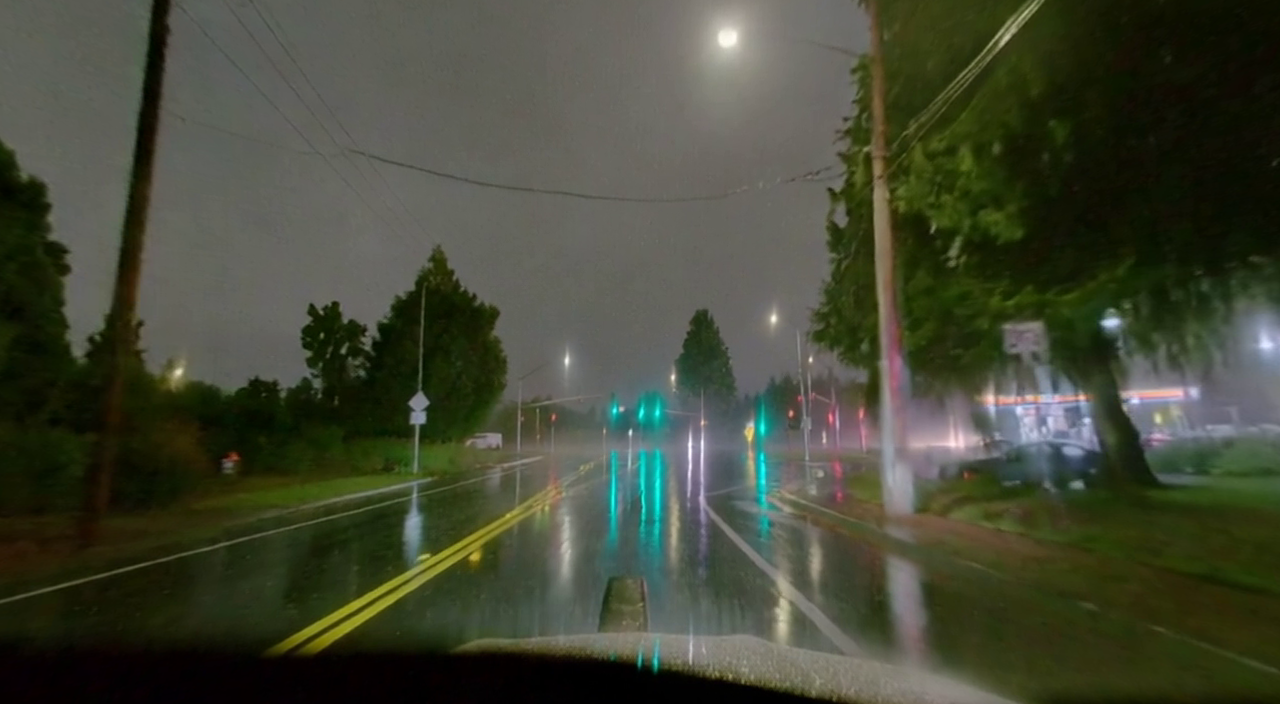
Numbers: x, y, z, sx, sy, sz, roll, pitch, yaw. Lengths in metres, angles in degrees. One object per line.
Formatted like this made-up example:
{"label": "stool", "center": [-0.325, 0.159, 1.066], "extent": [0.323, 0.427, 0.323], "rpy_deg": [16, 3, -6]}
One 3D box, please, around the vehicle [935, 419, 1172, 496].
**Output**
{"label": "vehicle", "center": [10.586, 2.755, 16.568], "extent": [4.736, 1.816, 1.999], "rpy_deg": [-3, -9, 17]}

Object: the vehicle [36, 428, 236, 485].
{"label": "vehicle", "center": [-15.258, 3.202, 19.469], "extent": [2.009, 1.526, 4.730], "rpy_deg": [-1, -9, 5]}

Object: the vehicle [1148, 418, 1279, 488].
{"label": "vehicle", "center": [16.192, 2.619, 16.335], "extent": [4.102, 1.683, 1.879], "rpy_deg": [-1, -9, 4]}
